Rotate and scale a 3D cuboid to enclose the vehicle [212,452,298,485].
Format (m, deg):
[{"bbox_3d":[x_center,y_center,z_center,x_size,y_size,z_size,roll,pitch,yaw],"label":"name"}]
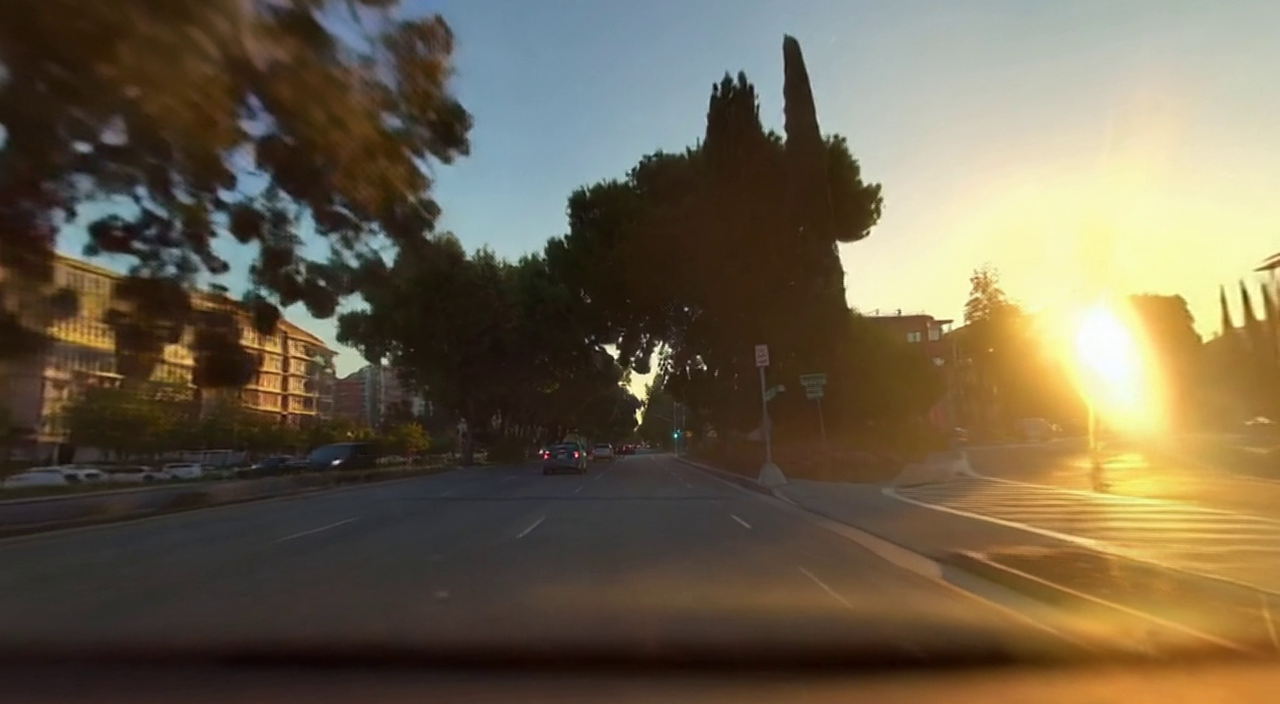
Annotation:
[{"bbox_3d":[-23.163,7.008,38.265,2.059,1.783,4.824,-1,-8,1],"label":"vehicle"}]

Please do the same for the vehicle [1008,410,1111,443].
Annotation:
[{"bbox_3d":[25.098,4.566,38.148,2.195,1.814,5.872,-1,-8,0],"label":"vehicle"}]

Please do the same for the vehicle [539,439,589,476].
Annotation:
[{"bbox_3d":[-3.803,5.359,32.253,1.959,1.741,4.141,-1,-8,1],"label":"vehicle"}]

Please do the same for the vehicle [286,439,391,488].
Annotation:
[{"bbox_3d":[-12.226,4.527,26.050,2.071,1.817,4.634,0,-8,-1],"label":"vehicle"}]

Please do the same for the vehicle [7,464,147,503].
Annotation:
[{"bbox_3d":[-26.304,6.116,29.685,1.812,1.507,4.428,-5,-10,30],"label":"vehicle"}]
